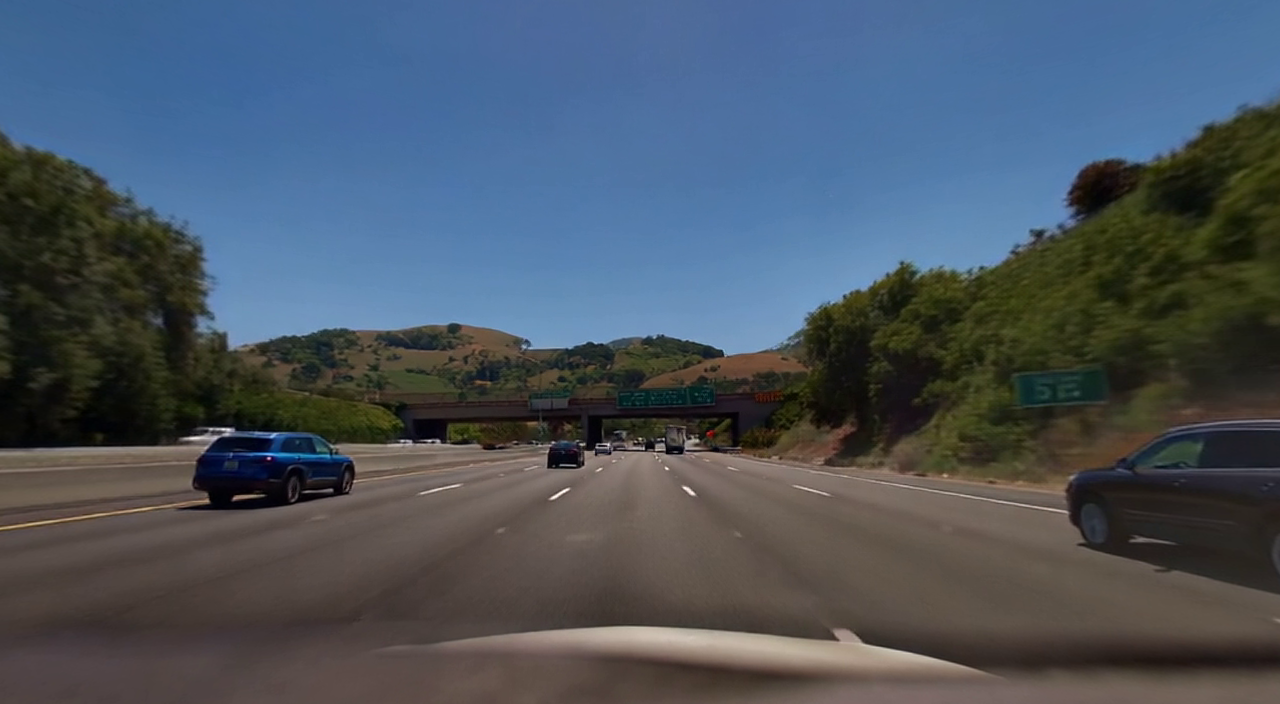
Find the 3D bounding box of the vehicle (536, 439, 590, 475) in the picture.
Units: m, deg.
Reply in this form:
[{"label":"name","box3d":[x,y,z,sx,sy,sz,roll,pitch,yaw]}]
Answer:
[{"label":"vehicle","box3d":[-3.440,4.785,29.024,1.925,1.509,4.363,0,-9,1]}]

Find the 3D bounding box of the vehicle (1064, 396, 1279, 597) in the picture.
[{"label":"vehicle","box3d":[6.513,1.316,5.888,1.950,1.719,4.545,0,-9,0]}]

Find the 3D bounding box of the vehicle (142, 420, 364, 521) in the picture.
[{"label":"vehicle","box3d":[-7.469,2.325,12.820,1.860,1.694,4.173,0,-9,0]}]
